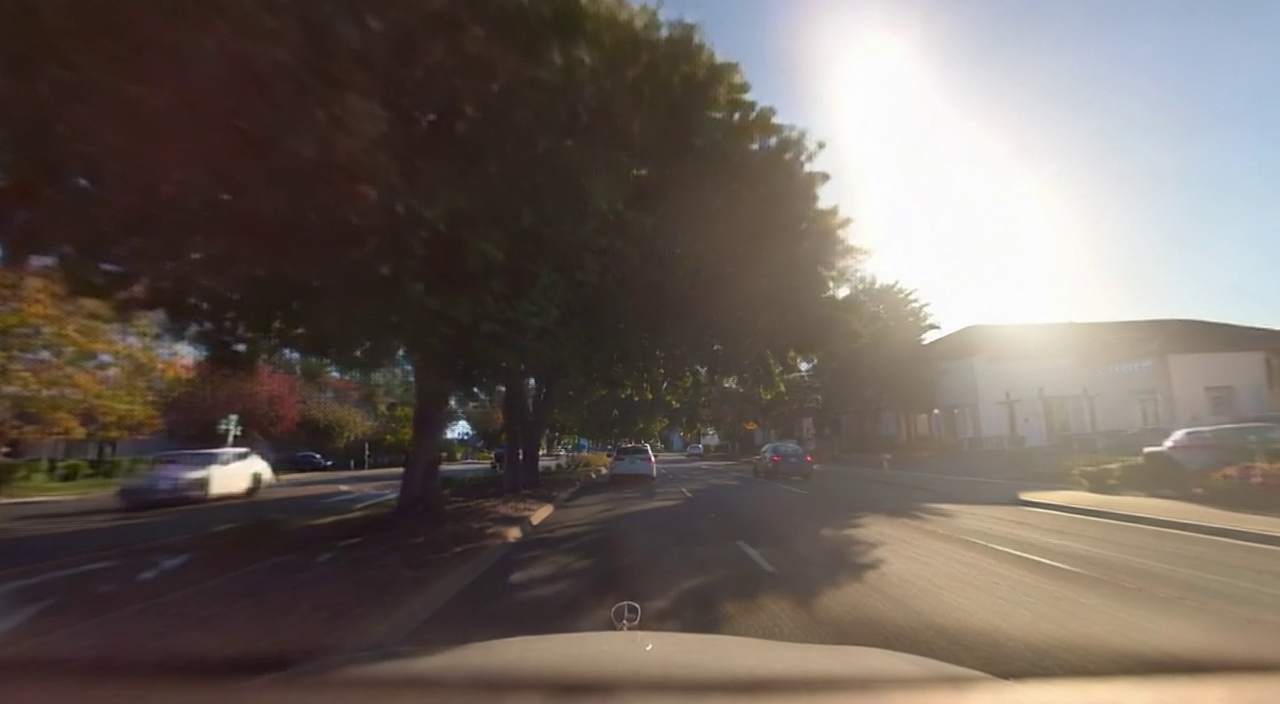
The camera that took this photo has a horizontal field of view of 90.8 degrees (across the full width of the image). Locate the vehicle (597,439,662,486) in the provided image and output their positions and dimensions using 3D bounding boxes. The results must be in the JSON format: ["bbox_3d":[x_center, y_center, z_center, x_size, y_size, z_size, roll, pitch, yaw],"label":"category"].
[{"bbox_3d":[-0.353,3.909,22.618,2.106,1.496,3.964,0,-9,0],"label":"vehicle"}]

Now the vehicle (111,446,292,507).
[{"bbox_3d":[-11.928,3.383,17.646,1.833,1.464,4.463,0,-9,0],"label":"vehicle"}]

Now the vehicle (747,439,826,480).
[{"bbox_3d":[6.319,4.689,27.803,2.244,1.618,4.585,0,-9,-2],"label":"vehicle"}]

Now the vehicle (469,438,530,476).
[{"bbox_3d":[-6.738,5.071,30.714,2.156,1.702,4.379,0,-9,-3],"label":"vehicle"}]
